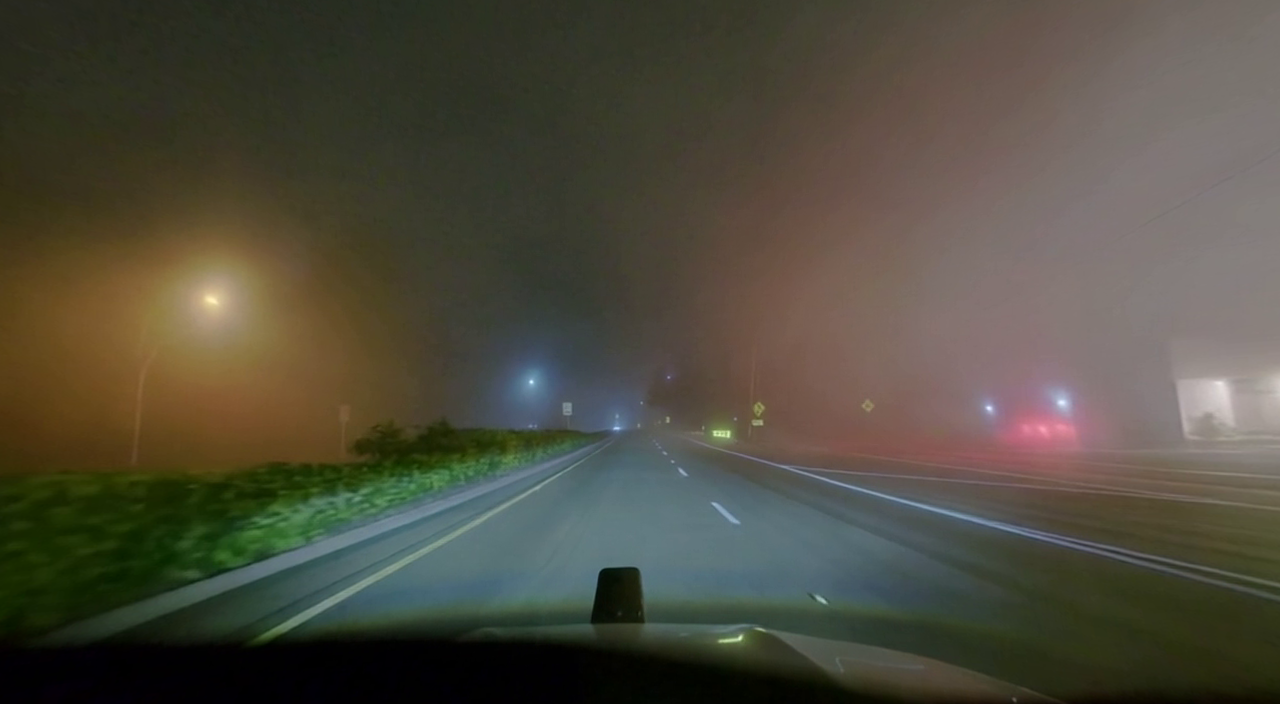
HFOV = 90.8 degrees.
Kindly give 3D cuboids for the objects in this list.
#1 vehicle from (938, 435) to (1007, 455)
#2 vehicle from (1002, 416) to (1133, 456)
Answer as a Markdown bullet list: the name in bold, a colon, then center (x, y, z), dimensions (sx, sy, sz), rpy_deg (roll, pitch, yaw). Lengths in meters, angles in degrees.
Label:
- **vehicle**: center (24.838, 6.943, 47.238), dimensions (4.140, 1.416, 1.767), rpy_deg (0, -8, -1)
- **vehicle**: center (24.496, 4.870, 36.427), dimensions (5.603, 2.179, 2.440), rpy_deg (-1, -8, 5)
